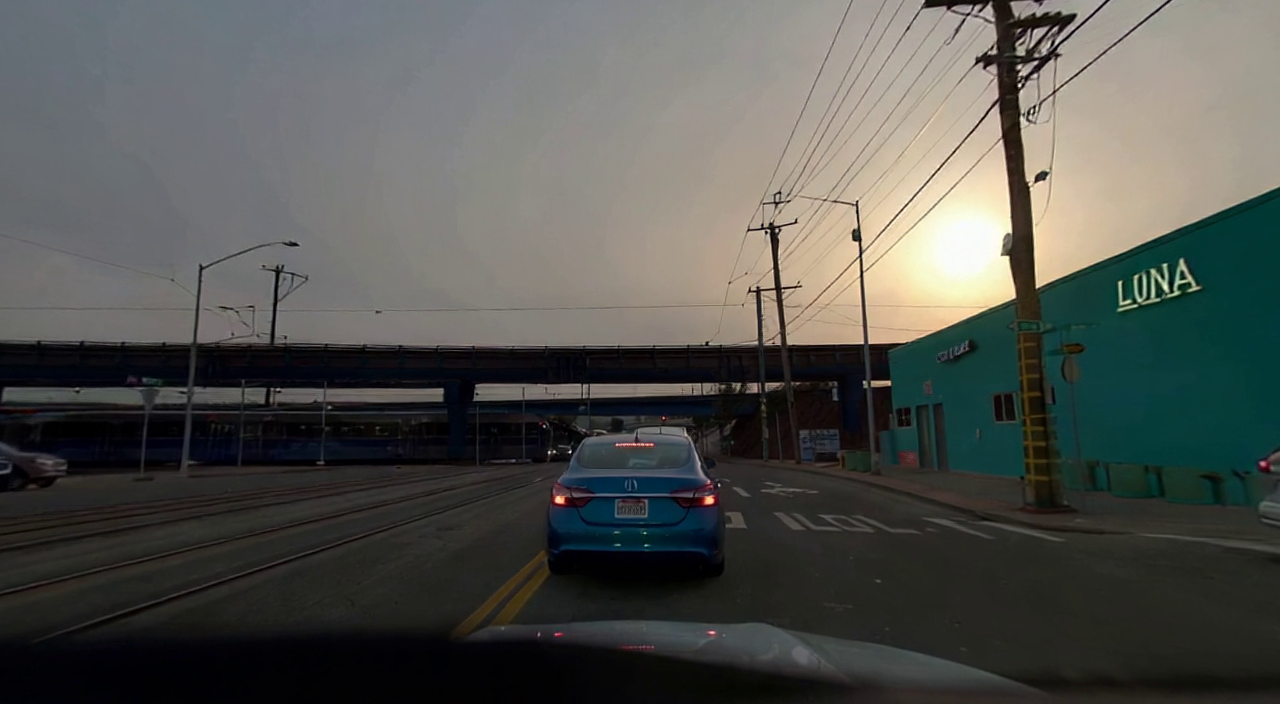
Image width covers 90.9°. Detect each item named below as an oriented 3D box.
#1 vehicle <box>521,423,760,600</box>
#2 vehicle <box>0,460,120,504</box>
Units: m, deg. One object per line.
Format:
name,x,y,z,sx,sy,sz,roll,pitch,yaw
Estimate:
vehicle,0.094,1.707,7.614,2.090,1.518,4.033,-1,-9,3
vehicle,-21.931,4.688,22.838,4.566,1.453,1.935,-1,-9,5
